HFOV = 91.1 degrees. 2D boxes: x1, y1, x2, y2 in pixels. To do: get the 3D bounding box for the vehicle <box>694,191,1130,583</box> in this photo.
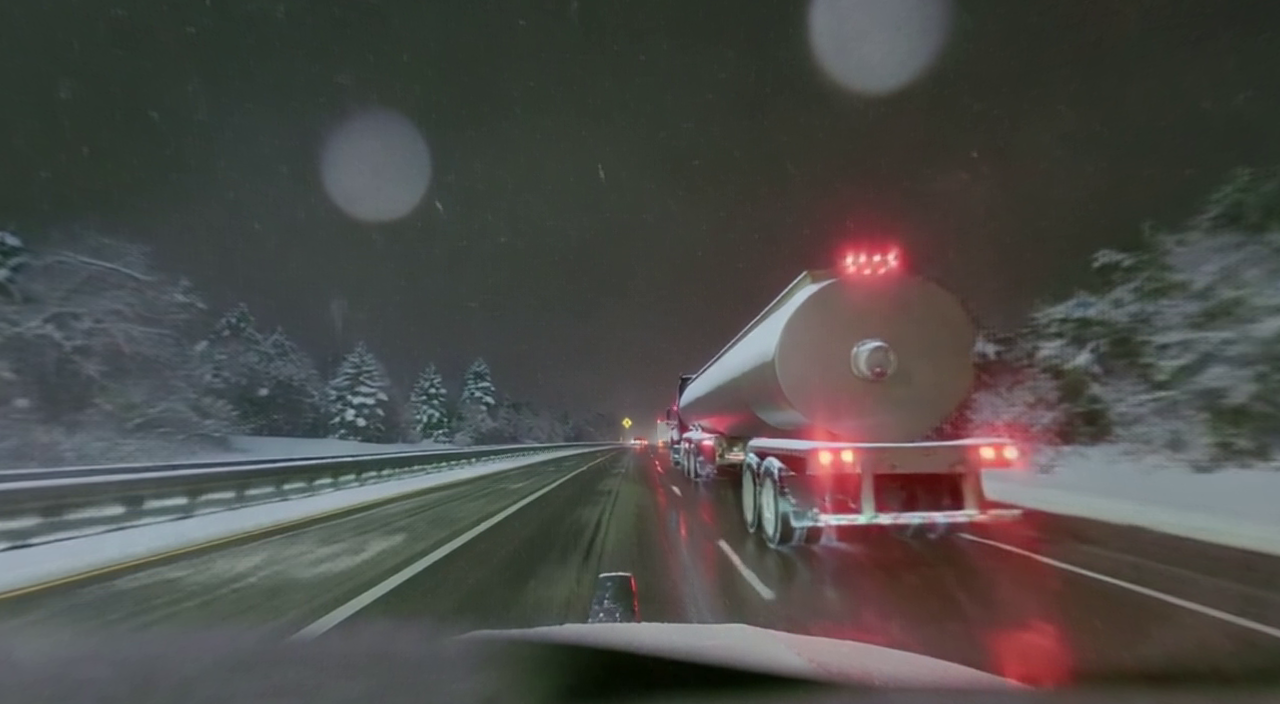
[{"bbox_3d":[2.996,1.032,11.701,2.946,3.745,11.516,0,-8,0],"label":"vehicle"}]
